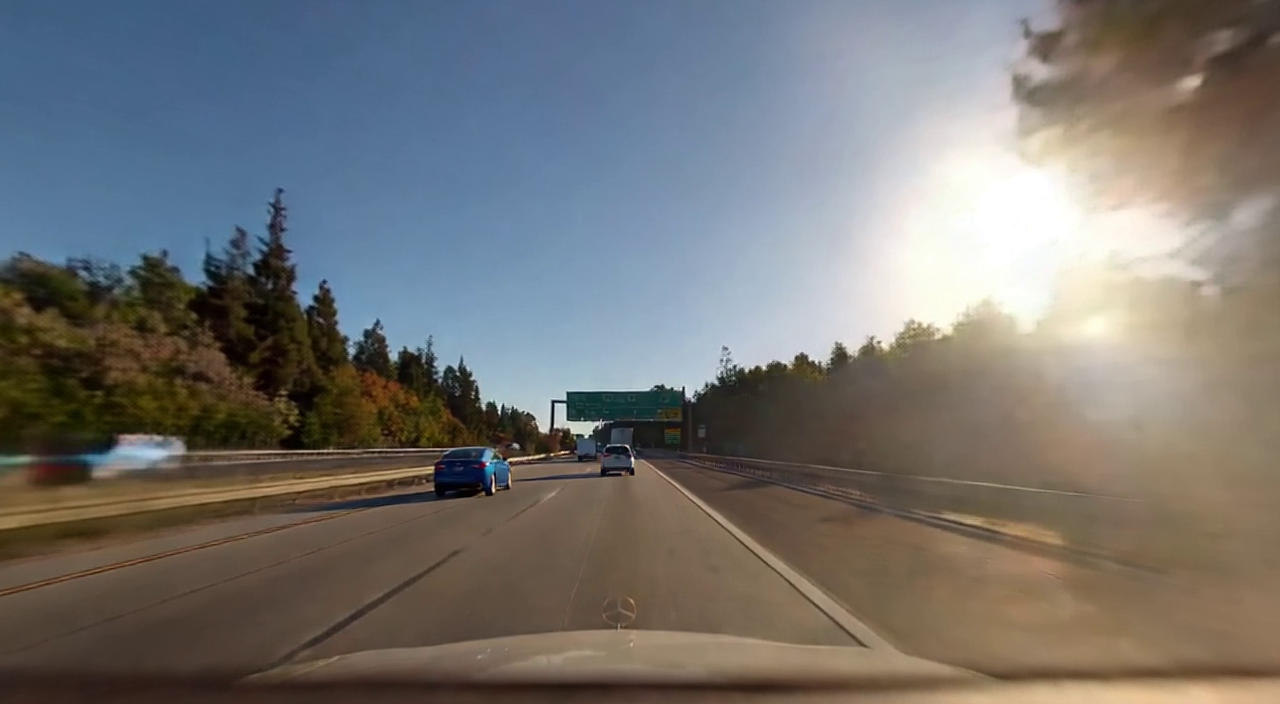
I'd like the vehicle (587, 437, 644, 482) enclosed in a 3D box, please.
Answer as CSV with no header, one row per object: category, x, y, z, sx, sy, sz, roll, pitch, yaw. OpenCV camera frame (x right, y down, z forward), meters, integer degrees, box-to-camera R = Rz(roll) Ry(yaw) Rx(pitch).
vehicle,-1.005,4.470,26.333,2.220,1.711,4.056,0,-9,-2

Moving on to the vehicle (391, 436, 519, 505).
vehicle,-4.843,3.178,17.238,2.103,1.588,4.709,-1,-9,0

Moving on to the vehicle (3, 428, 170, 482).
vehicle,-17.804,3.337,20.456,1.851,1.567,3.967,0,-9,-1
